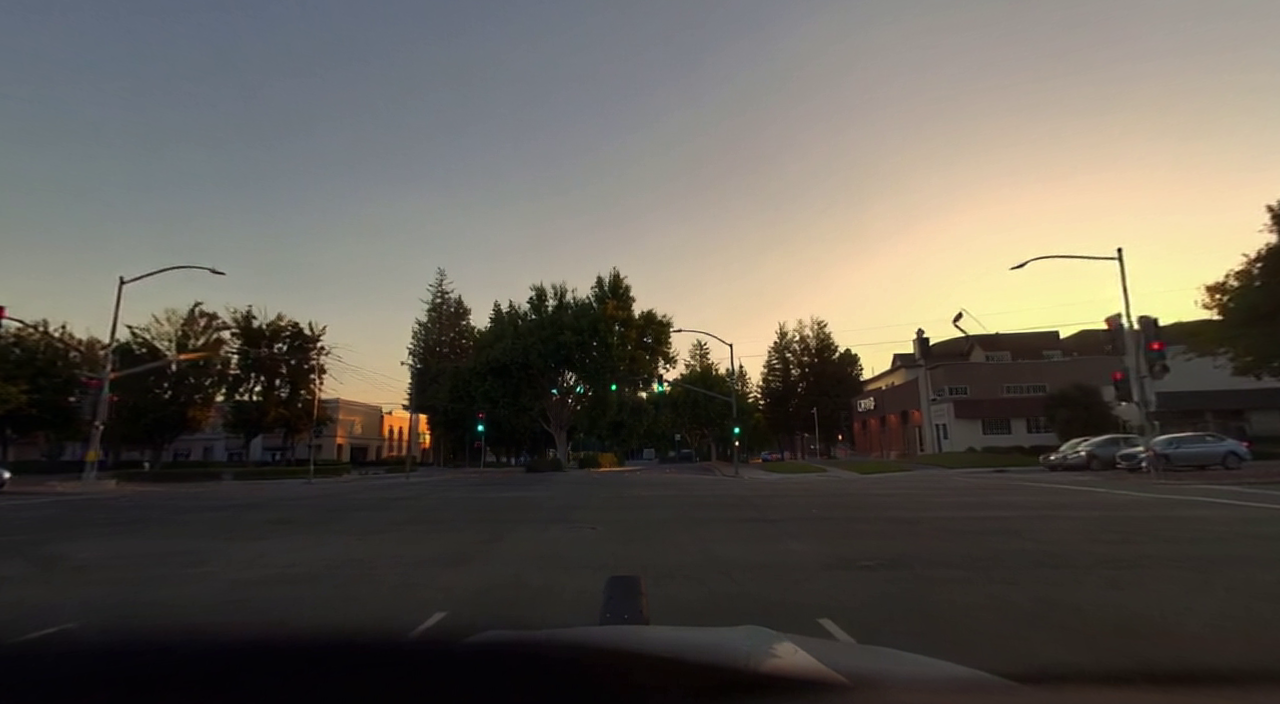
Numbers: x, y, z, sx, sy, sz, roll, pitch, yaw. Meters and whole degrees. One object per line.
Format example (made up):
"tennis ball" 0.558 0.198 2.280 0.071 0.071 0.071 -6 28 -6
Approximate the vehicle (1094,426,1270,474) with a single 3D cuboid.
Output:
"vehicle" 18.762 3.408 21.988 4.288 1.600 1.927 0 -8 1

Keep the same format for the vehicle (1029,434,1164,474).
"vehicle" 20.397 4.559 28.335 4.483 1.691 1.949 0 -8 0
